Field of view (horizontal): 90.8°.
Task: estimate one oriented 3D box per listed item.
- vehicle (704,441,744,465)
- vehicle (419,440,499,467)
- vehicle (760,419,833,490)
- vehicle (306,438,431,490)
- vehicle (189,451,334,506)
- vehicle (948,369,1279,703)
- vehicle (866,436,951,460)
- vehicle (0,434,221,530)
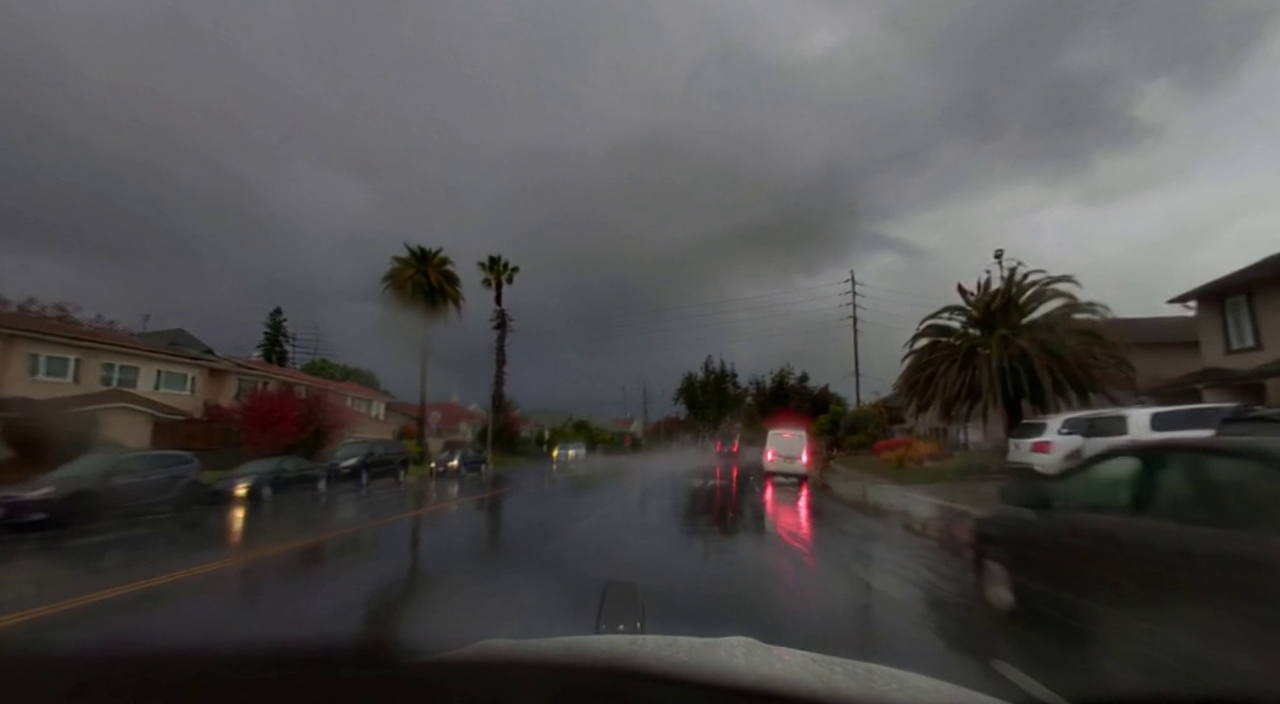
[{"bbox_3d":[5.470,6.503,40.770,2.035,1.474,4.284,-2,-9,14],"label":"vehicle"},{"bbox_3d":[-13.023,7.315,45.480,5.205,1.792,1.969,-4,-10,15],"label":"vehicle"},{"bbox_3d":[5.670,3.767,23.455,2.326,2.257,4.635,0,-8,10],"label":"vehicle"},{"bbox_3d":[-11.400,4.758,27.209,2.051,1.957,5.968,-2,-9,8],"label":"vehicle"},{"bbox_3d":[-12.391,4.116,21.098,1.786,1.488,4.518,-5,-9,6],"label":"vehicle"},{"bbox_3d":[3.666,1.047,3.317,2.043,1.692,4.581,0,-9,4],"label":"vehicle"},{"bbox_3d":[17.991,6.433,42.485,4.923,1.521,1.811,-1,-9,10],"label":"vehicle"},{"bbox_3d":[-13.027,3.029,15.418,2.081,1.948,4.821,0,-9,3],"label":"vehicle"}]
